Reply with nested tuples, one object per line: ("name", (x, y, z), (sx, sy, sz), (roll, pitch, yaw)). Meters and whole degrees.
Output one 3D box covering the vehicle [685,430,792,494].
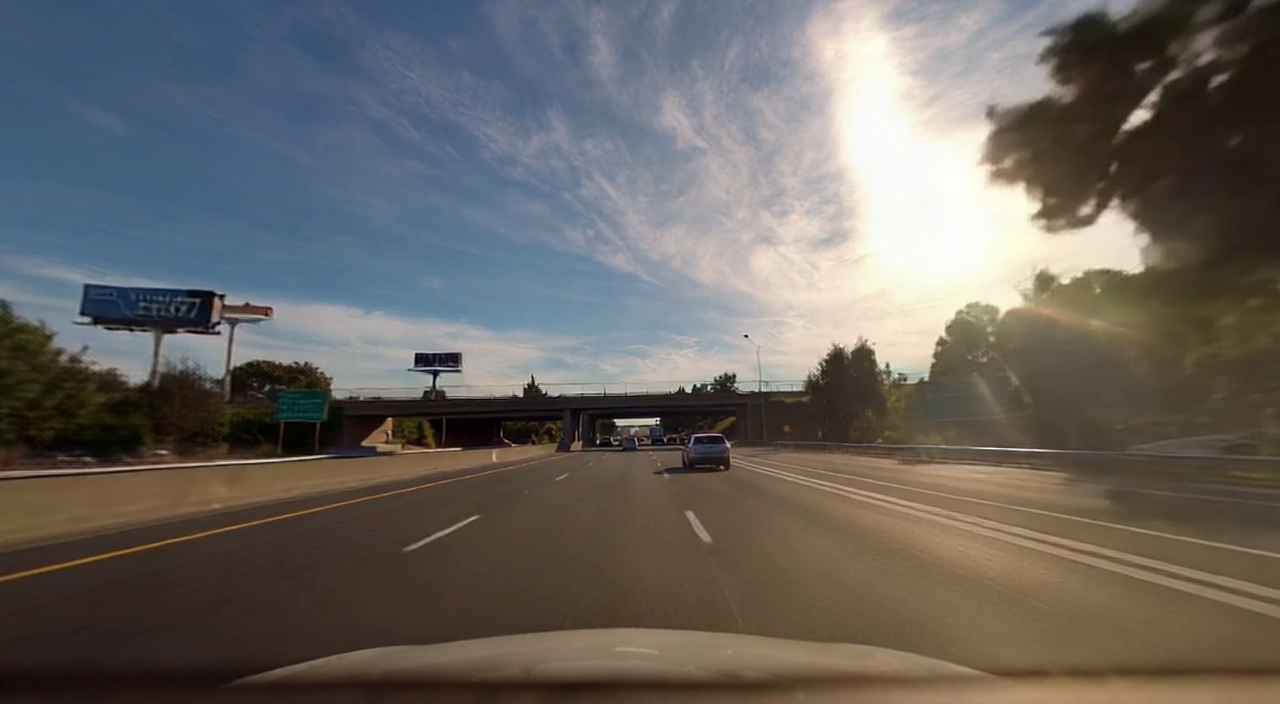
("vehicle", (2.730, 3.205, 18.863), (2.240, 1.646, 4.949), (0, -8, -2))
